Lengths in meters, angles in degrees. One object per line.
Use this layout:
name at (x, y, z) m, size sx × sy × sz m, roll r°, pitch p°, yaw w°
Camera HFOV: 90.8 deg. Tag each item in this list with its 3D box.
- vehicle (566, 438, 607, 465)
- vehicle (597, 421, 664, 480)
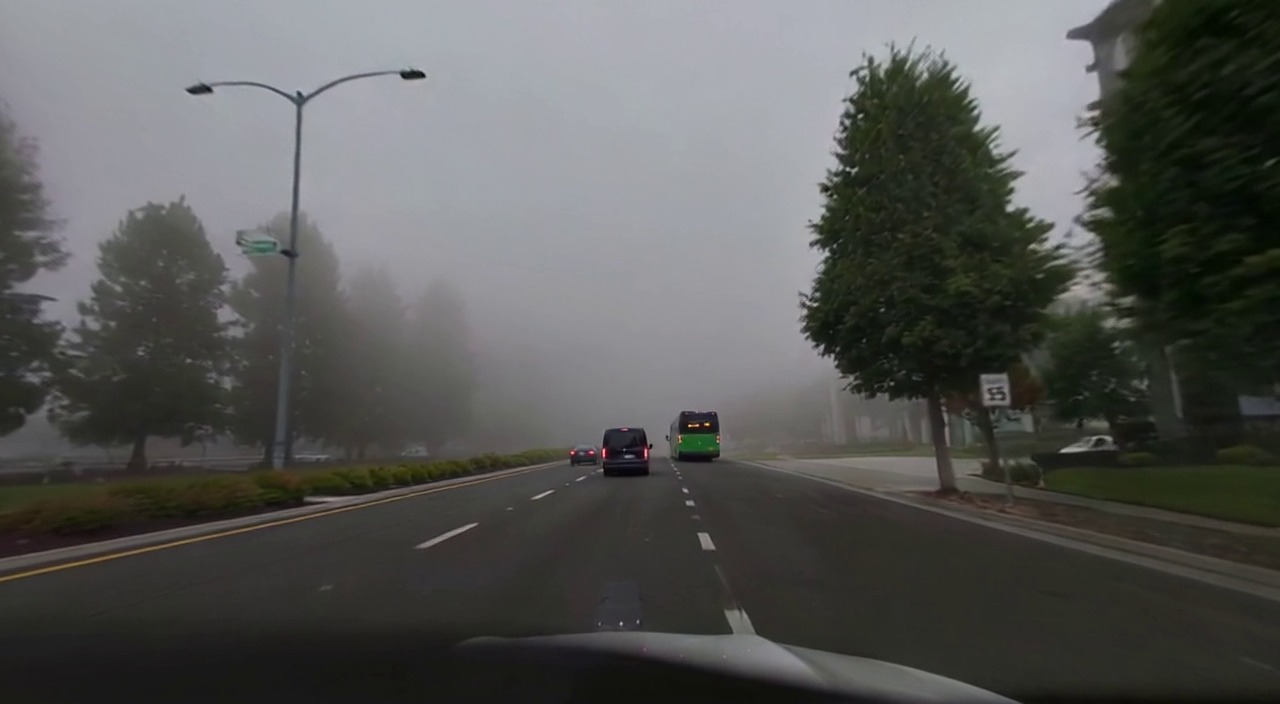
vehicle at (-3.389, 6.451, 41.029) m, size 2.109 × 1.672 × 4.256 m, roll -1°, pitch -8°, yaw 3°
vehicle at (-0.259, 3.978, 25.708) m, size 2.336 × 2.122 × 5.207 m, roll -1°, pitch -8°, yaw 3°
